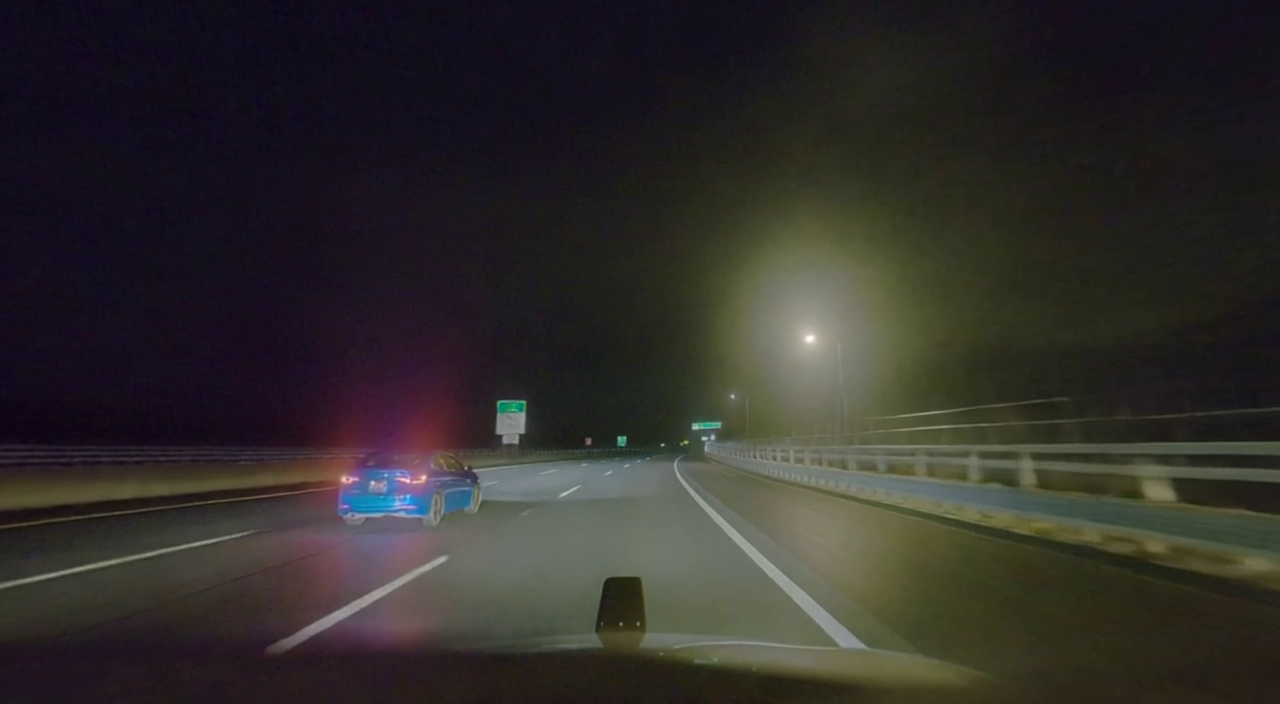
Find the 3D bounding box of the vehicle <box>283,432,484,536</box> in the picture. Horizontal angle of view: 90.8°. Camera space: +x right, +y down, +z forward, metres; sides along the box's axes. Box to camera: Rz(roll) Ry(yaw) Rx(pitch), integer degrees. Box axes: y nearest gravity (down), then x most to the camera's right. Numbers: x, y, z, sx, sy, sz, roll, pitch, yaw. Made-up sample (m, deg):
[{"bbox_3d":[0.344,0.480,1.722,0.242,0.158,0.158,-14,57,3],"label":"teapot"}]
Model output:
[{"bbox_3d":[-4.261,2.238,11.240,1.928,1.504,3.745,0,-9,1],"label":"vehicle"}]
